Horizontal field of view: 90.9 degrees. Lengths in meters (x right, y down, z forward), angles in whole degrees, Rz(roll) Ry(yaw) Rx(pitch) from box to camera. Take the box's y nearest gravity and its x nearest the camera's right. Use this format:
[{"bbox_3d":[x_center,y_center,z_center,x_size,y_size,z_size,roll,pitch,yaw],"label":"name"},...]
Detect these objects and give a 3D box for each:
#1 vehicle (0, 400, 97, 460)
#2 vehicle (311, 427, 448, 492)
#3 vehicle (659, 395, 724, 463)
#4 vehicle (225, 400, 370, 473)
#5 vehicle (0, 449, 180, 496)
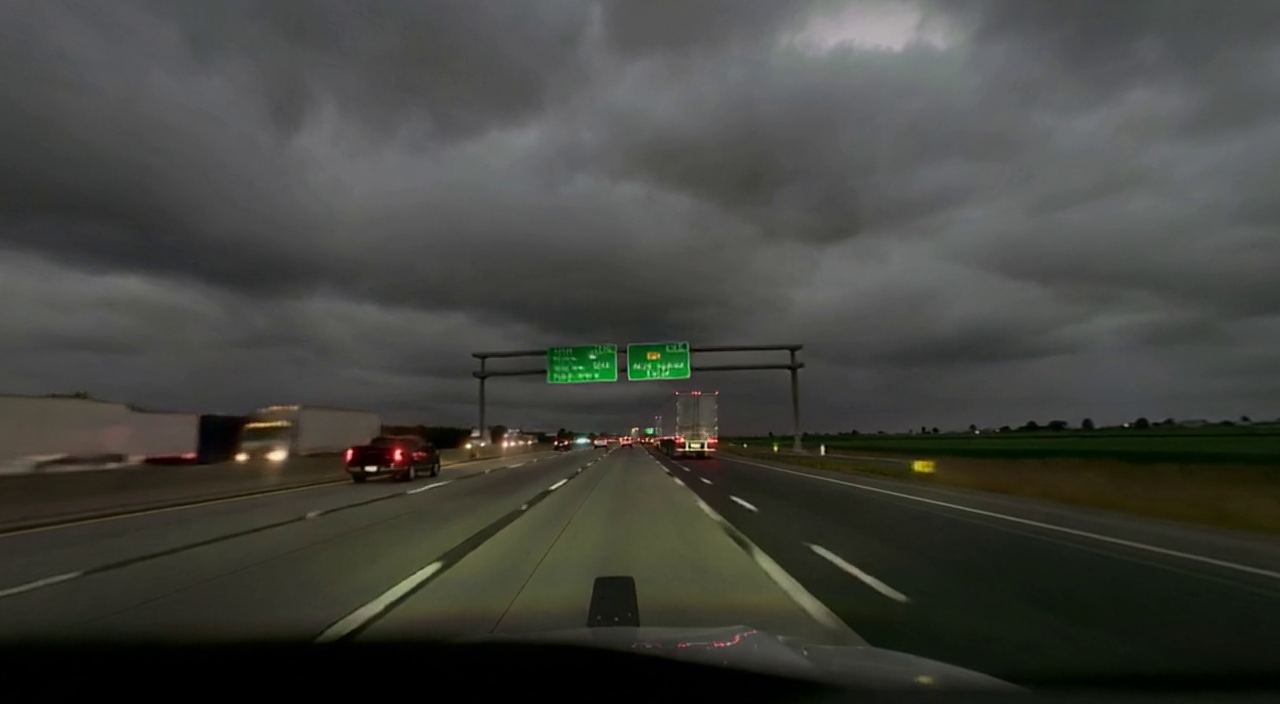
[{"bbox_3d":[-25.237,3.153,25.261,2.124,2.243,5.489,0,-8,-2],"label":"vehicle"},{"bbox_3d":[-7.364,3.048,18.439,2.076,1.636,4.597,0,-8,0],"label":"vehicle"},{"bbox_3d":[3.005,4.991,40.550,2.760,3.710,12.230,0,-7,-2],"label":"vehicle"},{"bbox_3d":[-19.173,4.857,36.303,2.912,3.597,9.830,0,-8,-1],"label":"vehicle"},{"bbox_3d":[-25.185,4.838,25.212,2.631,1.525,16.050,0,-8,-3],"label":"vehicle"}]
